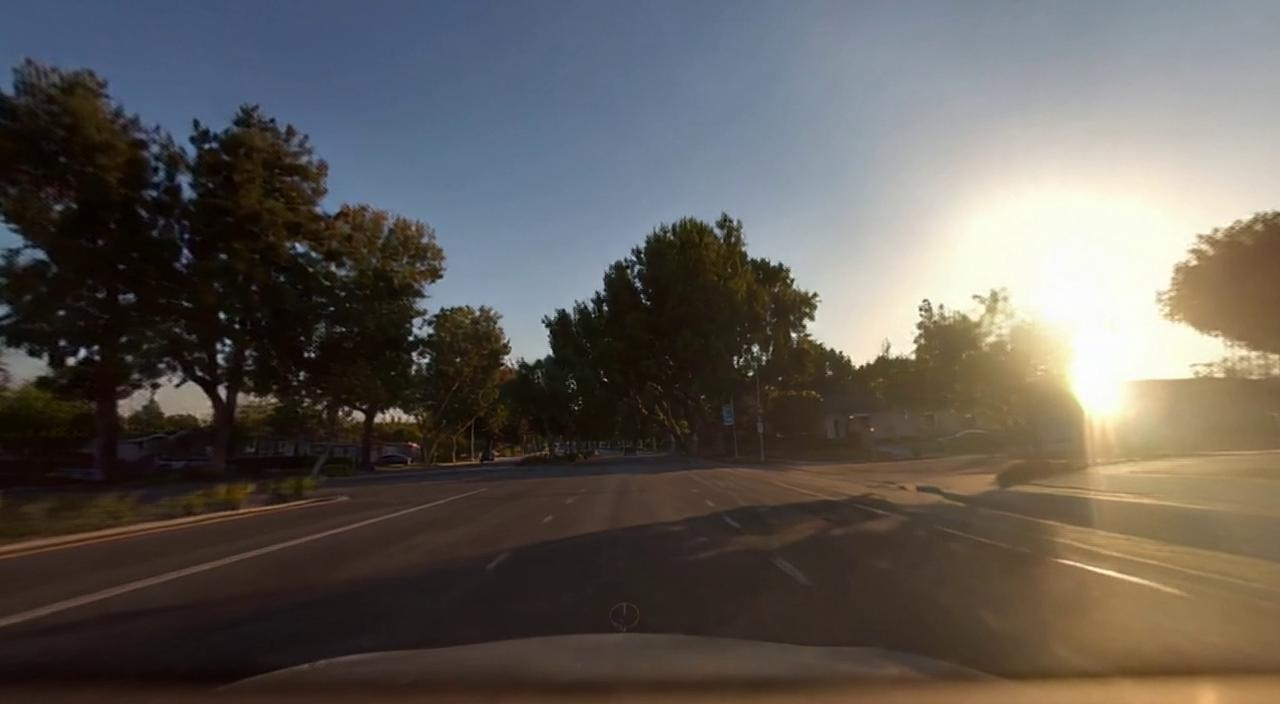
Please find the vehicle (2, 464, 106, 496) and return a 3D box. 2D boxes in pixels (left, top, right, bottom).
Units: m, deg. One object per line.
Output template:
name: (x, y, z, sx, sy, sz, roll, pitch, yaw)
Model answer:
vehicle: (-36.060, 7.844, 38.818, 4.515, 1.593, 1.827, -3, -10, -2)
